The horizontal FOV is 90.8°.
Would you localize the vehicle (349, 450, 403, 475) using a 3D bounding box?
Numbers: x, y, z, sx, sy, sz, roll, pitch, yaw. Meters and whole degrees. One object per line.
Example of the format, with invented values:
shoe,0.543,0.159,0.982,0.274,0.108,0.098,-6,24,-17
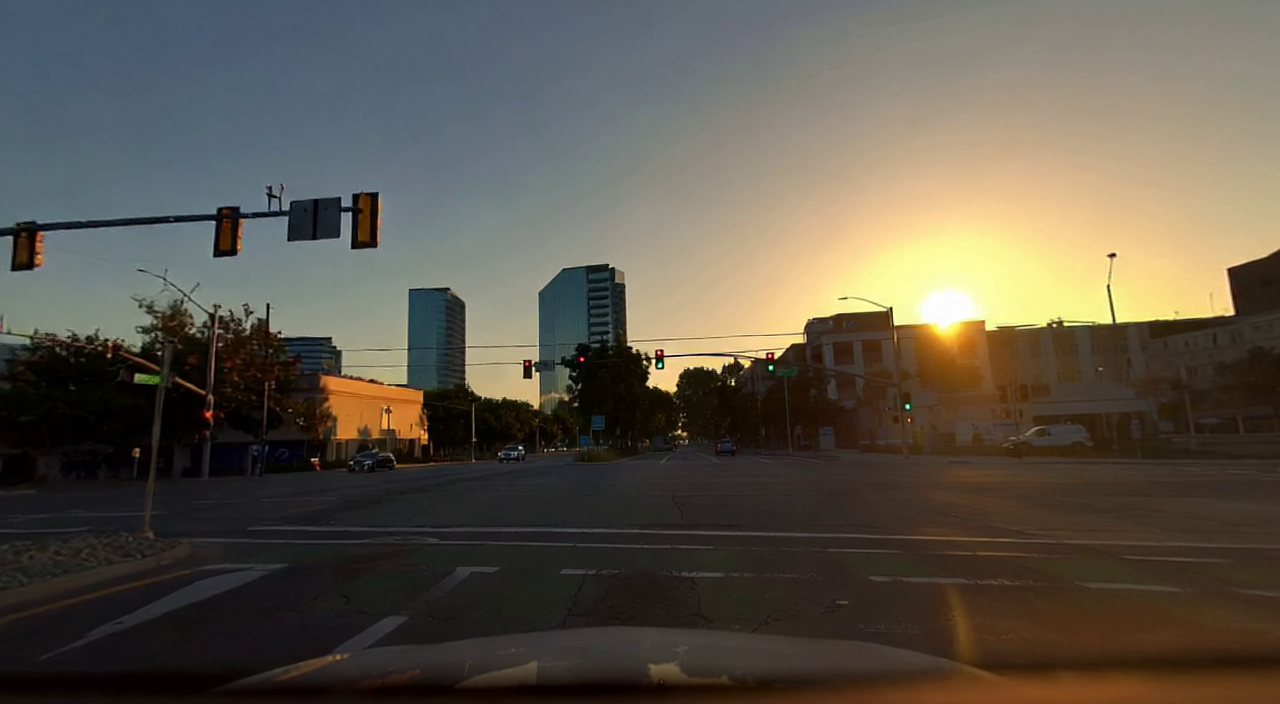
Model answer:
vehicle,-18.823,7.848,45.226,1.933,1.664,4.255,0,-9,1
